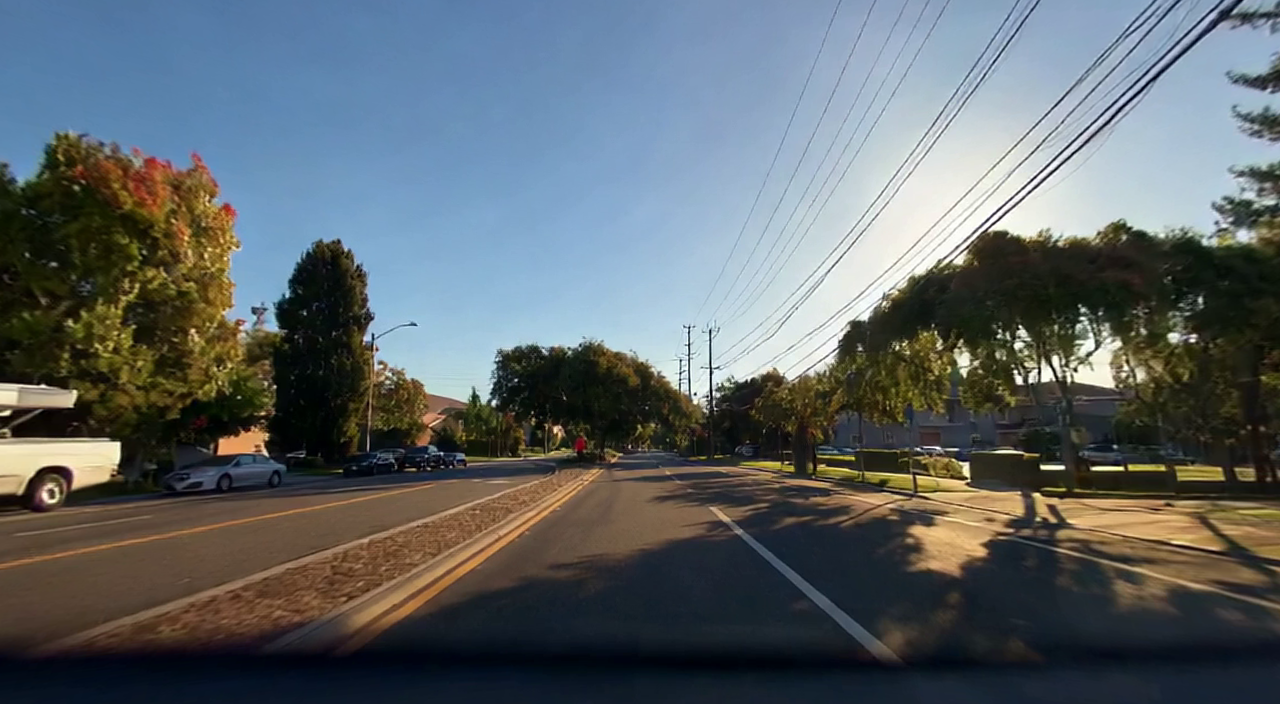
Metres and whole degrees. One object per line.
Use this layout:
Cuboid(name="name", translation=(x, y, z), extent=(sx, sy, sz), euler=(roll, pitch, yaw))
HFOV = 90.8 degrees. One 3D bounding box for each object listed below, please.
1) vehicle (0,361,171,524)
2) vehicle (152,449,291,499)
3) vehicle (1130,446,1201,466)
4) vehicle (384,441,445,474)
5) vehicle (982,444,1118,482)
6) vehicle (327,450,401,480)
Cuboid(name="vehicle", translation=(-15.325, 2.067, 13.786), extent=(3.434, 3.448, 8.662), euler=(-4, -9, 1))
Cuboid(name="vehicle", translation=(-15.451, 4.496, 23.701), extent=(2.029, 1.520, 4.615), euler=(-4, -8, 1))
Cuboid(name="vehicle", translation=(40.233, 7.940, 48.438), extent=(1.707, 1.473, 3.778), euler=(2, -9, -16))
Cuboid(name="vehicle", translation=(-15.170, 7.108, 42.817), extent=(2.298, 1.979, 4.920), euler=(-3, -8, 0))
Cuboid(name="vehicle", translation=(17.860, 4.811, 27.657), extent=(4.567, 1.535, 2.156), euler=(1, -9, -6))
Cuboid(name="vehicle", translation=(-15.372, 6.285, 35.452), extent=(2.058, 1.479, 4.519), euler=(-1, -8, 1))
